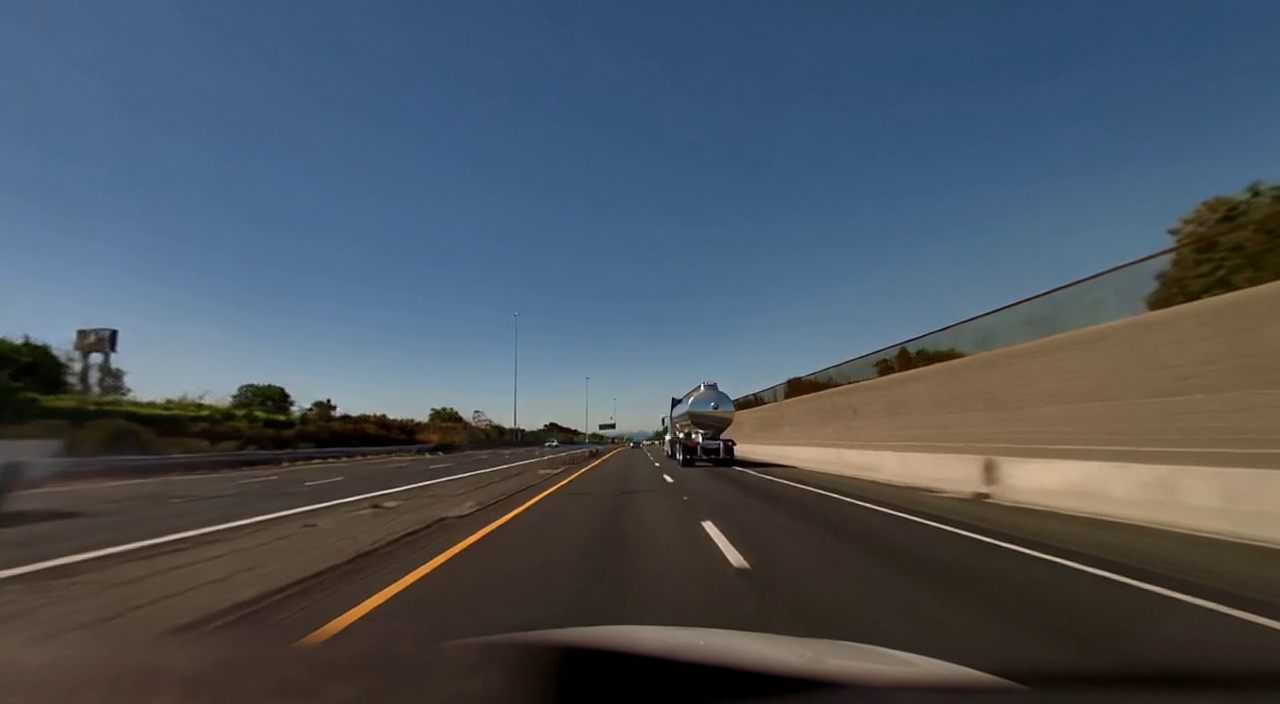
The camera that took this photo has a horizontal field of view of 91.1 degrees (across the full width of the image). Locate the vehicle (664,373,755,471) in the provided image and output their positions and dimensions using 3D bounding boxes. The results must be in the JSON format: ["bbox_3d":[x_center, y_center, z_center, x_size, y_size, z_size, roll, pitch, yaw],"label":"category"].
[{"bbox_3d":[2.887,3.443,30.001,2.946,3.745,11.516,0,-7,-1],"label":"vehicle"}]
